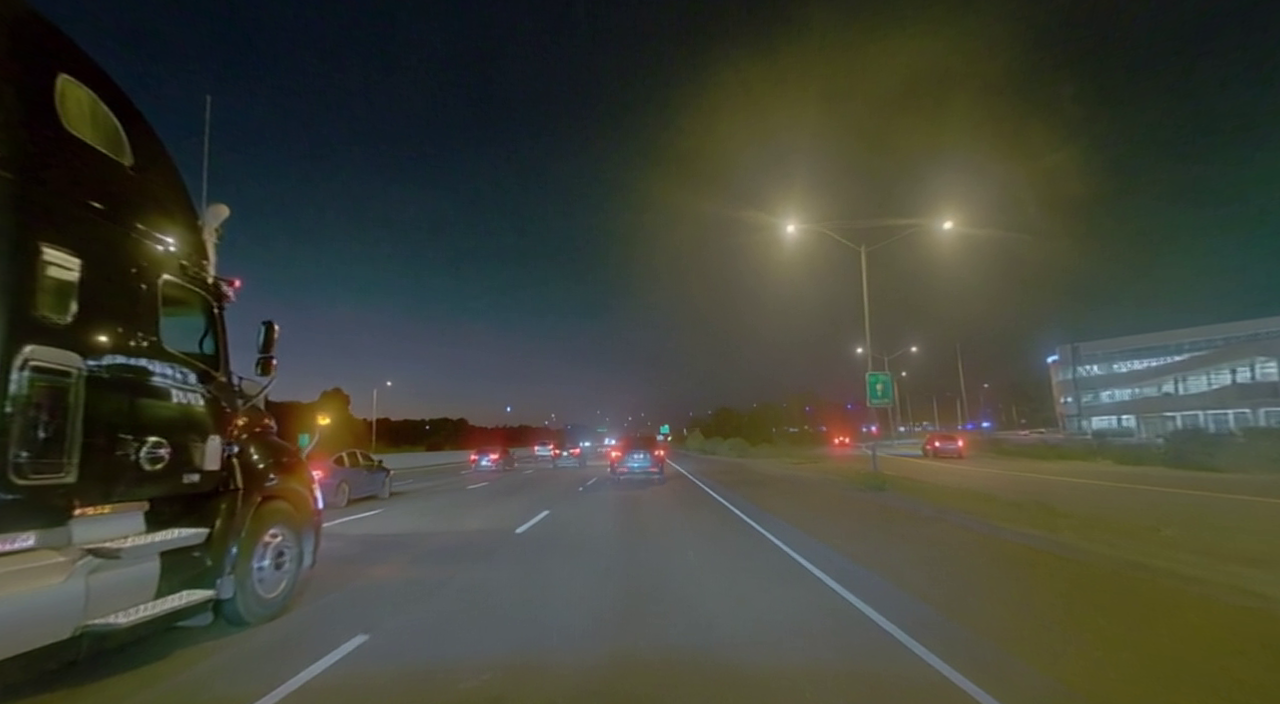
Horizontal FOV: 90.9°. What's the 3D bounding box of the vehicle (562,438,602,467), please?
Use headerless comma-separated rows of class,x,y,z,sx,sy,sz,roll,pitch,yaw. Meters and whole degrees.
vehicle,-3.423,6.013,37.929,1.952,1.649,4.131,0,-9,1

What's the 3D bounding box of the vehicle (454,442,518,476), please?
vehicle,-7.217,5.046,29.954,1.869,1.466,4.217,0,-9,1

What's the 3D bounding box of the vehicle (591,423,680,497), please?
vehicle,-0.104,2.922,17.359,2.152,1.779,3.924,0,-9,0

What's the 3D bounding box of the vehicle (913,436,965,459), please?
vehicle,20.465,6.592,43.333,1.918,1.472,4.782,-2,-9,9

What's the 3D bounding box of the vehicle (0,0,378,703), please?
vehicle,-3.921,-0.449,0.916,2.990,3.885,8.540,-1,-9,3
